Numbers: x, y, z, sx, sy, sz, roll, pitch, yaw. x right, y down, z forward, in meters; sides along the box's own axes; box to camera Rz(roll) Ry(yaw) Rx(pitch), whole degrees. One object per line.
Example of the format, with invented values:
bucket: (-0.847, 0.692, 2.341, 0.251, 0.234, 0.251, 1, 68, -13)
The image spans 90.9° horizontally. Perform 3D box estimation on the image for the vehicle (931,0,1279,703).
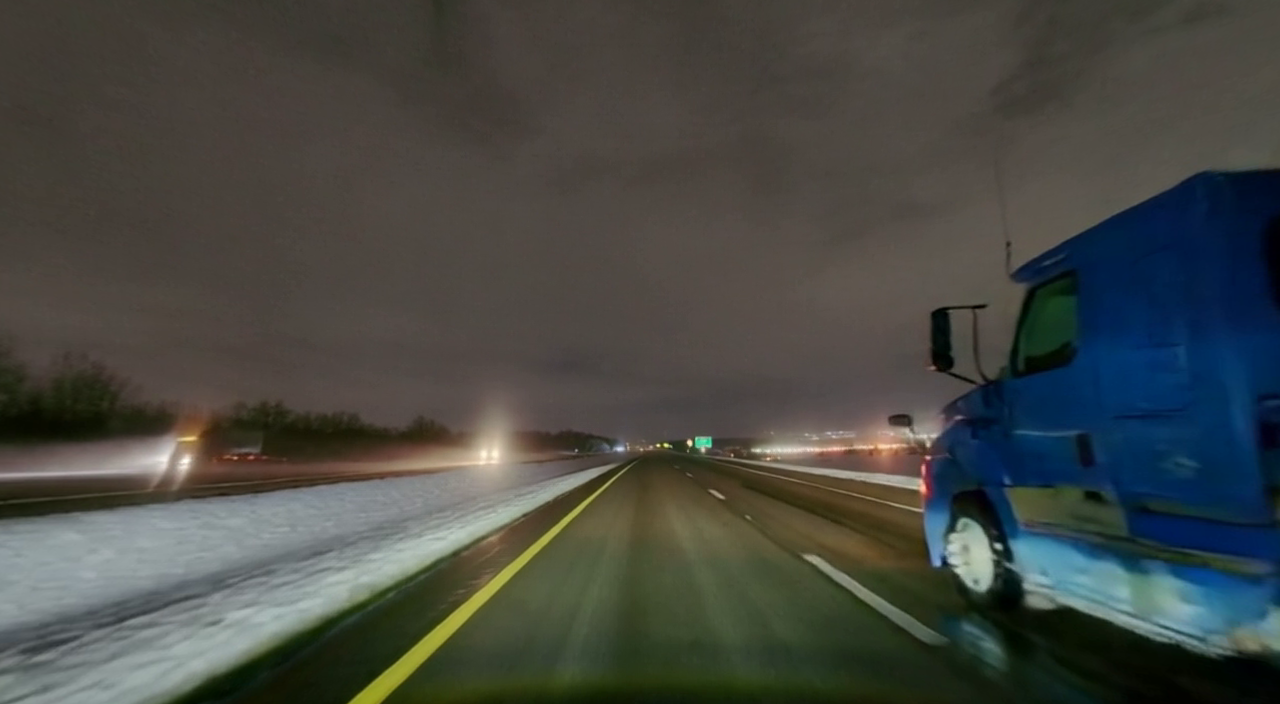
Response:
vehicle: (3.955, -0.138, 0.172, 3.342, 2.931, 9.266, 0, -9, 0)
